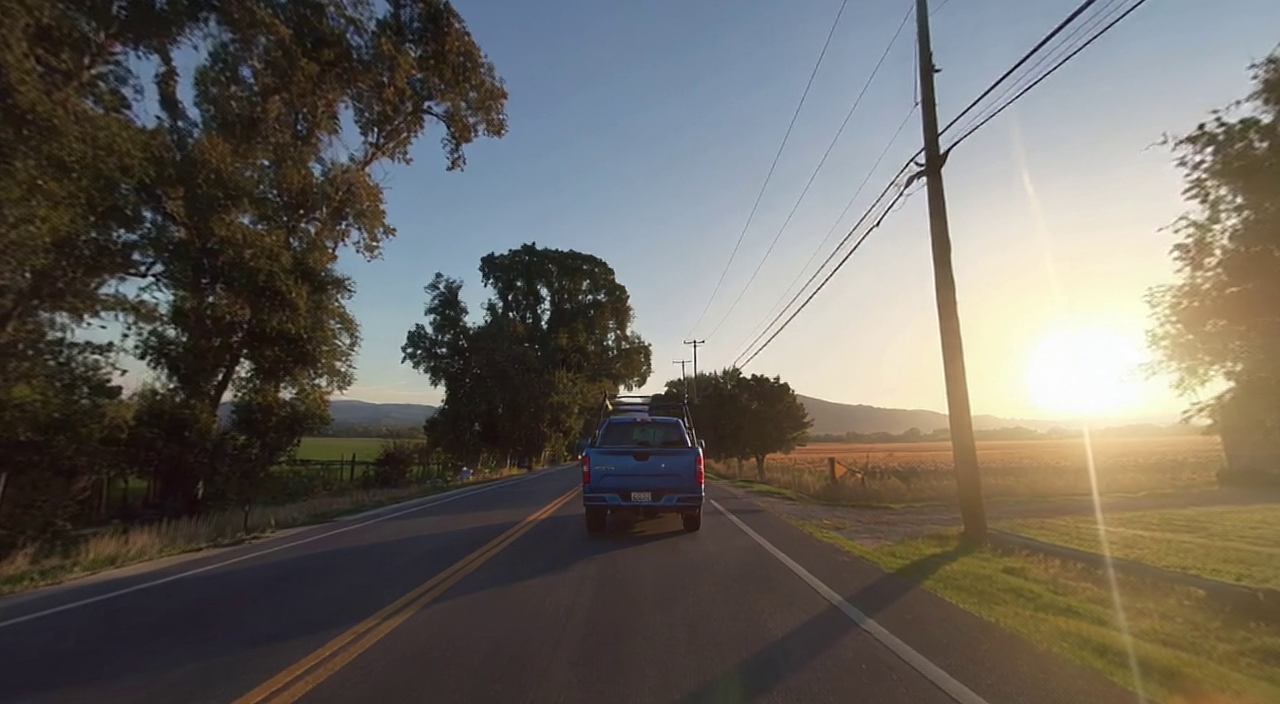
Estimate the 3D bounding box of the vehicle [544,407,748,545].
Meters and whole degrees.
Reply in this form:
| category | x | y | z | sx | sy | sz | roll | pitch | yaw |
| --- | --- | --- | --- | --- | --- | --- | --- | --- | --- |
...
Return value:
| category | x | y | z | sx | sy | sz | roll | pitch | yaw |
| --- | --- | --- | --- | --- | --- | --- | --- | --- | --- |
| vehicle | 0.043 | 2.133 | 11.637 | 2.774 | 1.861 | 5.885 | 0 | -8 | -1 |
